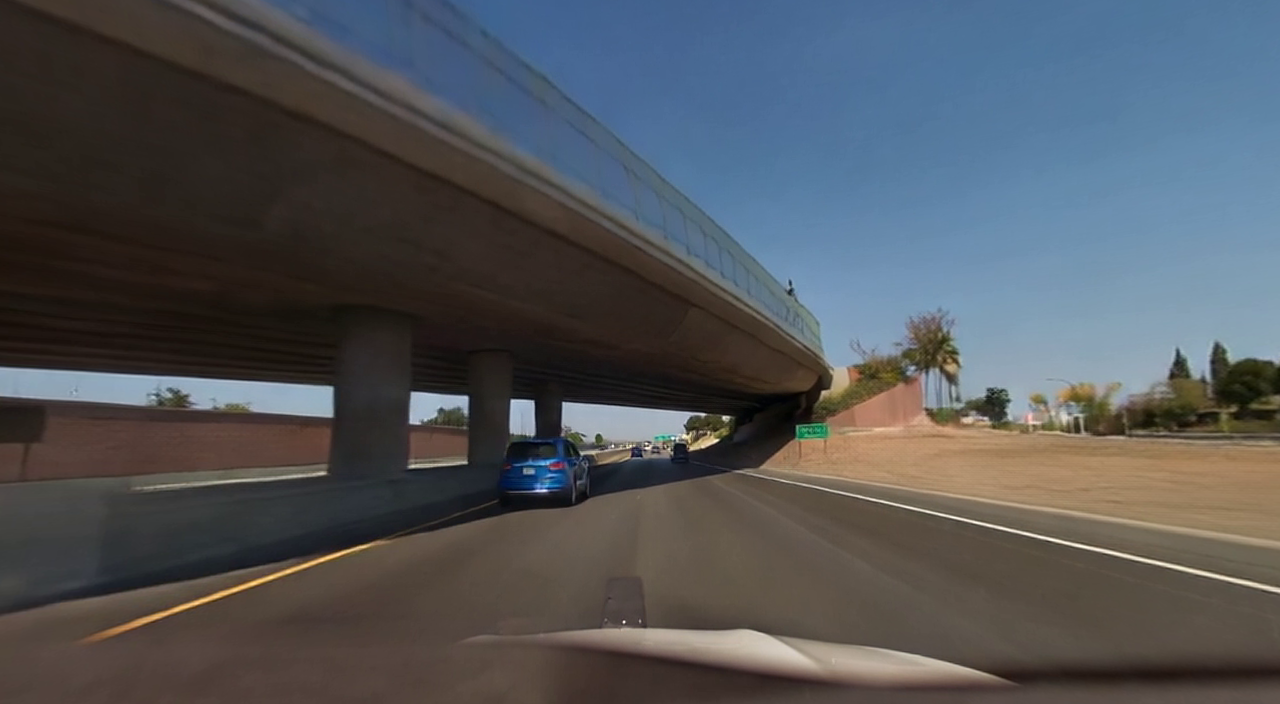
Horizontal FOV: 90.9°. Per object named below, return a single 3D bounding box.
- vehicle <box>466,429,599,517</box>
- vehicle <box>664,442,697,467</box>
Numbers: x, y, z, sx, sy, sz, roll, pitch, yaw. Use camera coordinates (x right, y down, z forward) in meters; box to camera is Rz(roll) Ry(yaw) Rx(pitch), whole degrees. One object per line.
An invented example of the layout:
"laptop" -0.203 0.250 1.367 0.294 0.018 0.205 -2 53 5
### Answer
"vehicle" -2.267 2.721 14.711 2.143 1.693 4.513 -1 -8 2
"vehicle" 2.825 7.229 44.659 2.073 1.621 3.993 -1 -8 1
